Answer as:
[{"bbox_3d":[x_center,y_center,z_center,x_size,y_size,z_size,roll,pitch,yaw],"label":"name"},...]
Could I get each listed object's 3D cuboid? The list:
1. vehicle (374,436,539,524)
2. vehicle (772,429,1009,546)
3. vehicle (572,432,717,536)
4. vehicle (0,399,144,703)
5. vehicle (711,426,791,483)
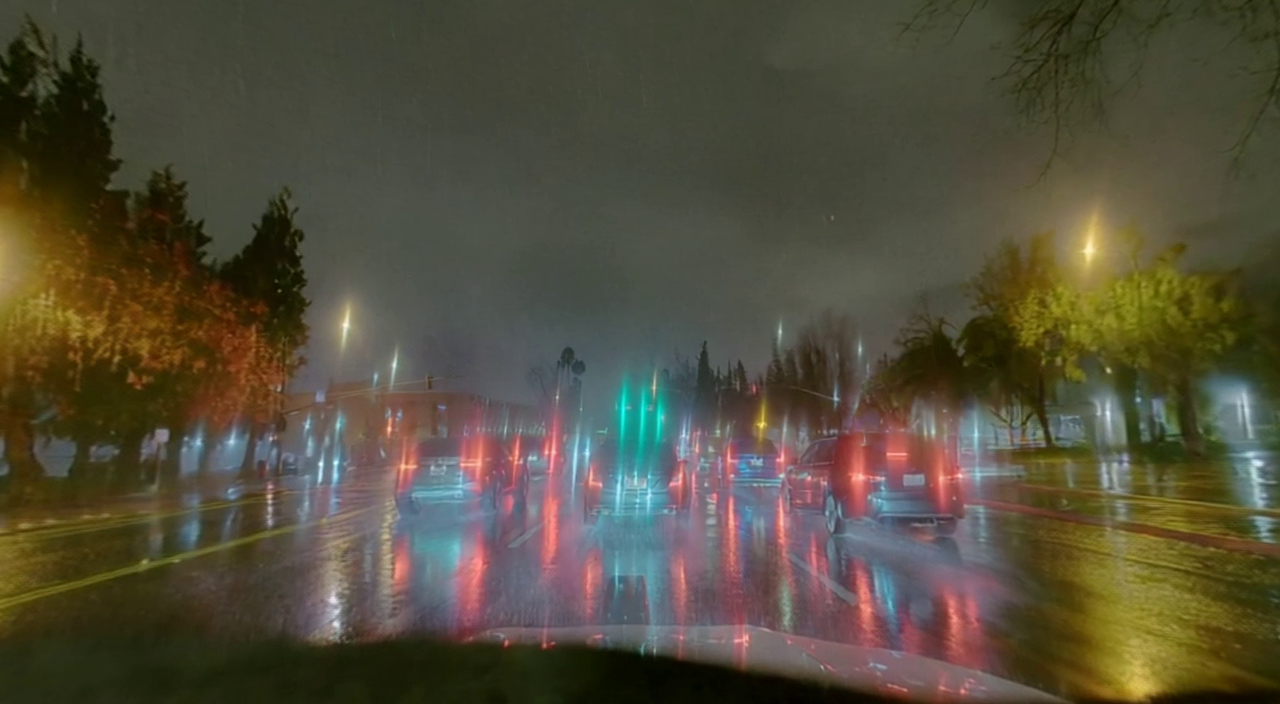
[{"bbox_3d":[-3.429,2.461,12.713,2.002,1.465,4.098,0,-8,1],"label":"vehicle"},{"bbox_3d":[3.739,2.094,10.483,1.990,1.486,4.431,0,-8,-2],"label":"vehicle"},{"bbox_3d":[0.010,2.215,11.202,2.101,1.480,3.929,0,-8,-2],"label":"vehicle"},{"bbox_3d":[-3.361,0.686,0.676,2.038,1.481,4.379,0,-8,1],"label":"vehicle"},{"bbox_3d":[4.199,3.994,24.800,2.142,1.957,5.443,0,-8,0],"label":"vehicle"}]
